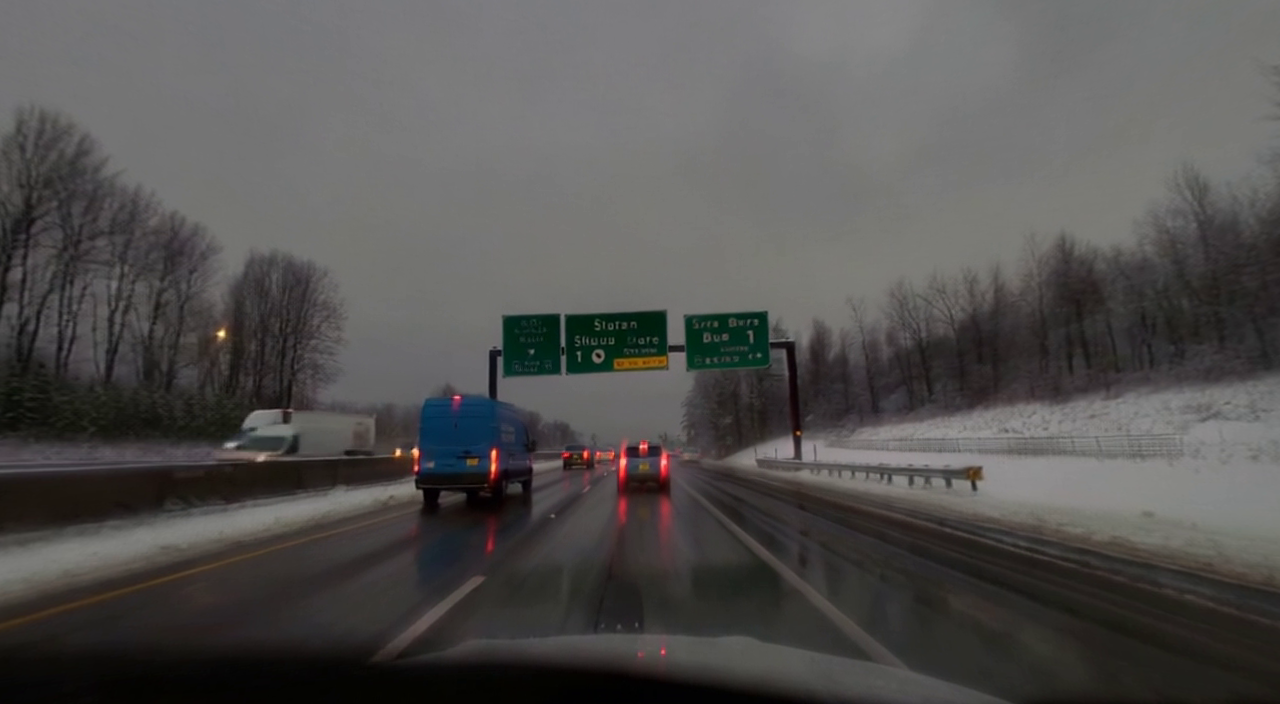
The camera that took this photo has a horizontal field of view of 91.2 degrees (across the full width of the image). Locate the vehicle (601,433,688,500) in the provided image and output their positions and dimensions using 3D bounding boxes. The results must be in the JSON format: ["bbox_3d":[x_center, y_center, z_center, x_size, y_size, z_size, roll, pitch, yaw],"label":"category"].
[{"bbox_3d":[0.151,3.221,17.954,2.195,1.679,4.070,0,-9,1],"label":"vehicle"}]

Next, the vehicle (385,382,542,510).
[{"bbox_3d":[-4.176,2.431,16.213,2.275,2.692,5.810,0,-9,1],"label":"vehicle"}]

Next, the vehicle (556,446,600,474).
[{"bbox_3d":[-3.483,6.118,35.796,2.015,1.496,4.312,0,-9,1],"label":"vehicle"}]

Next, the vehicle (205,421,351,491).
[{"bbox_3d":[-14.018,4.094,24.842,2.221,2.411,5.749,0,-9,1],"label":"vehicle"}]
